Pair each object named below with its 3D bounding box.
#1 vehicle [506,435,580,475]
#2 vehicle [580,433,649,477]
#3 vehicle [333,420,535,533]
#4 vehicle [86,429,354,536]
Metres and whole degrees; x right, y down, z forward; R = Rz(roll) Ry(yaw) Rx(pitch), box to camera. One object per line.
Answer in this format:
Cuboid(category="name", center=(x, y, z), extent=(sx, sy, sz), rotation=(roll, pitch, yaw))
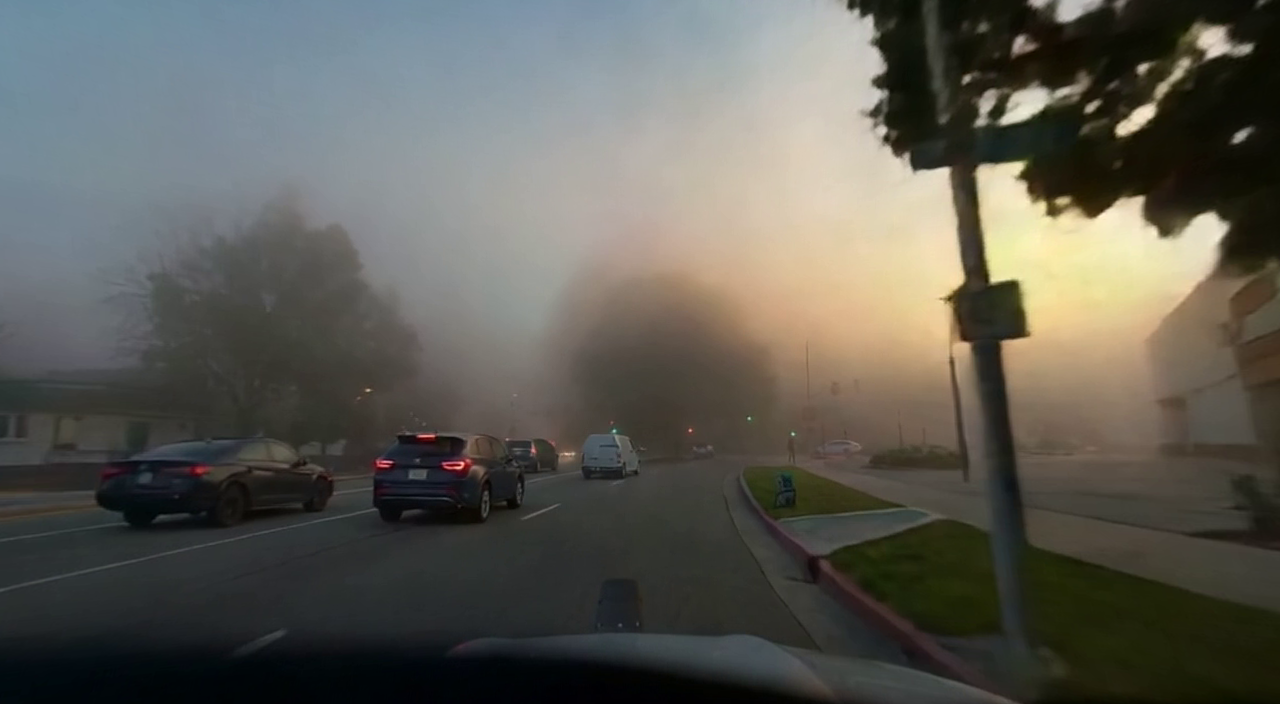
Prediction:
Cuboid(category="vehicle", center=(-4.745, 5.170, 31.774), extent=(2.160, 1.779, 4.549), rotation=(0, -9, 12))
Cuboid(category="vehicle", center=(-1.074, 4.808, 29.720), extent=(2.167, 1.832, 4.679), rotation=(0, -9, 12))
Cuboid(category="vehicle", center=(-3.507, 2.208, 11.749), extent=(2.002, 1.664, 4.113), rotation=(0, -9, 6))
Cuboid(category="vehicle", center=(-7.337, 2.287, 11.665), extent=(1.974, 1.558, 3.949), rotation=(1, -9, 5))
